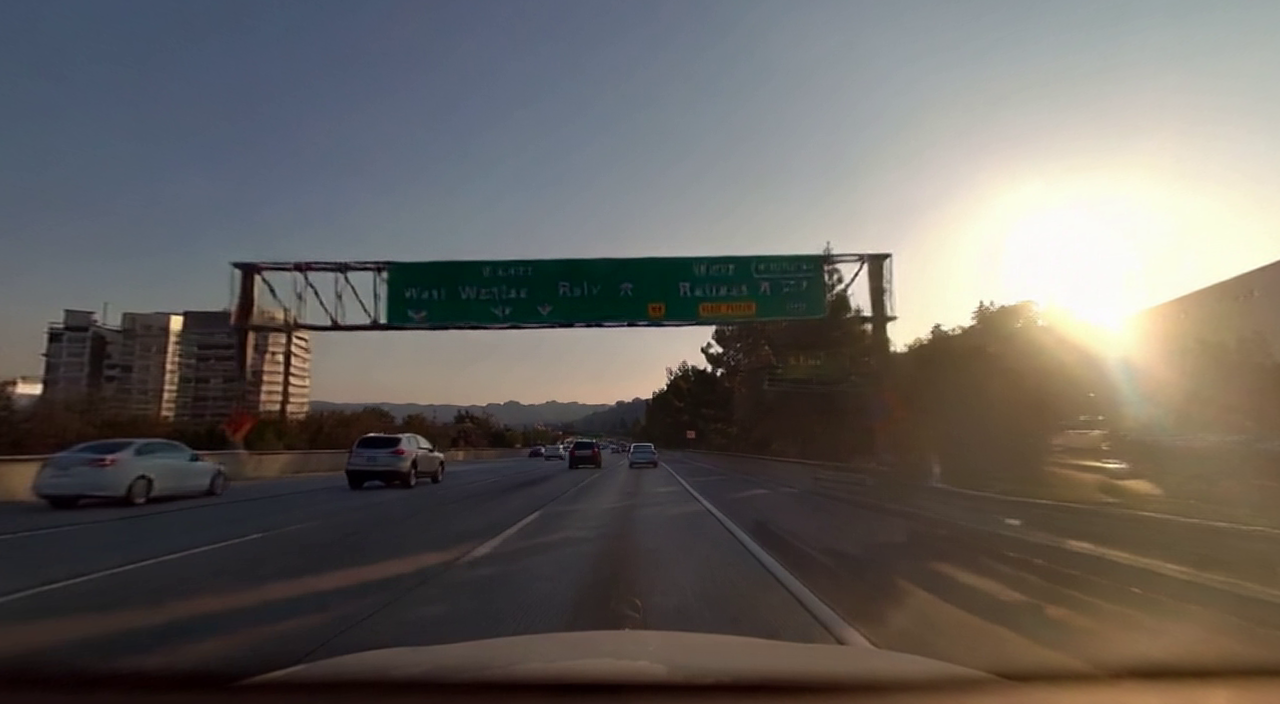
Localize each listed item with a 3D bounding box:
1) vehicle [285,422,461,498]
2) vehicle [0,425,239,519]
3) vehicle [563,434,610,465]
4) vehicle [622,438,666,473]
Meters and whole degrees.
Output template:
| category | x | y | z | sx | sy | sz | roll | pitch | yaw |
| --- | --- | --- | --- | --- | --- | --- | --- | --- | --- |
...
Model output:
| category | x | y | z | sx | sy | sz | roll | pitch | yaw |
| --- | --- | --- | --- | --- | --- | --- | --- | --- | --- |
| vehicle | -7.559 | 3.149 | 18.878 | 2.521 | 1.901 | 5.988 | 0 | -8 | 1 |
| vehicle | -11.616 | 2.578 | 14.104 | 2.187 | 1.726 | 4.634 | 0 | -8 | 1 |
| vehicle | -3.726 | 6.953 | 45.151 | 2.751 | 2.050 | 5.761 | 0 | -8 | 1 |
| vehicle | 0.190 | 5.382 | 33.037 | 2.135 | 1.697 | 4.757 | 0 | -8 | 0 |
